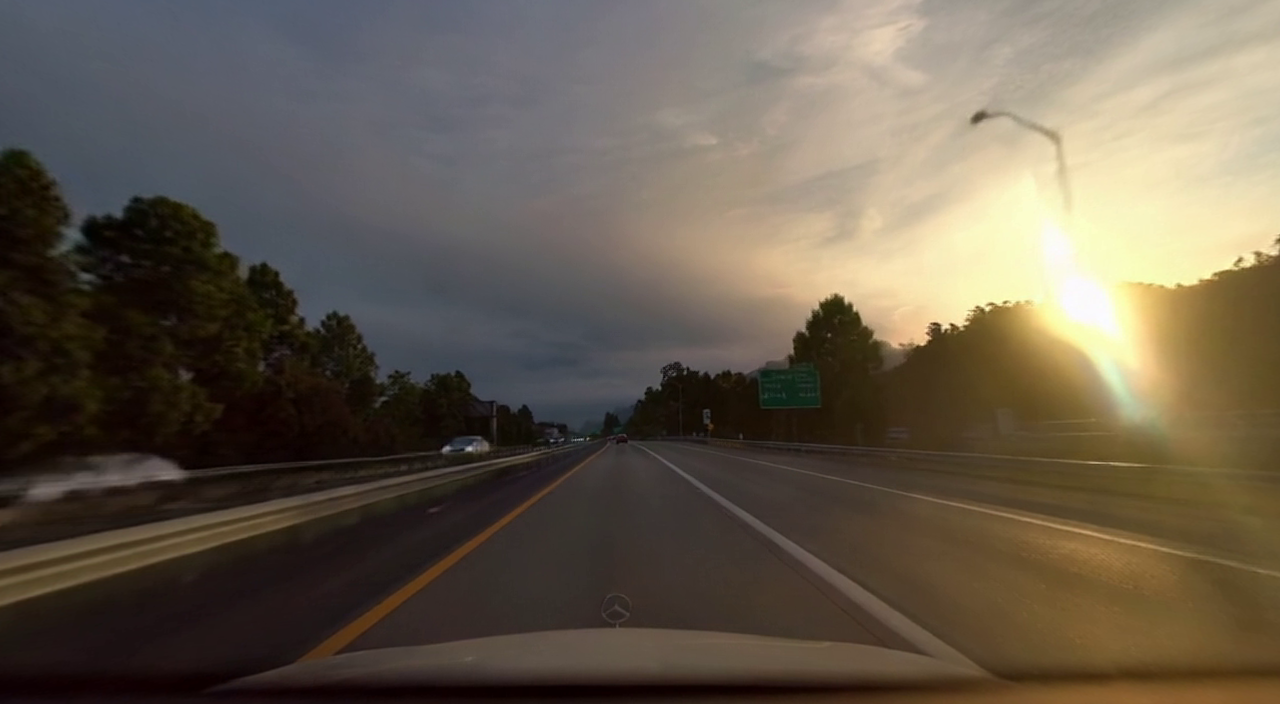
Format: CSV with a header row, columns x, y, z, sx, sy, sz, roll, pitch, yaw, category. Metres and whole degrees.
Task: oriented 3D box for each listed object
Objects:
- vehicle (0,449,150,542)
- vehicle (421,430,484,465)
x,y,z,sx,sy,sz,roll,pitch,yaw,category
-14.086,3.104,14.172,2.898,1.726,3.957,0,-8,-1,vehicle
-10.207,5.201,34.572,2.268,1.779,4.159,0,-8,-1,vehicle
